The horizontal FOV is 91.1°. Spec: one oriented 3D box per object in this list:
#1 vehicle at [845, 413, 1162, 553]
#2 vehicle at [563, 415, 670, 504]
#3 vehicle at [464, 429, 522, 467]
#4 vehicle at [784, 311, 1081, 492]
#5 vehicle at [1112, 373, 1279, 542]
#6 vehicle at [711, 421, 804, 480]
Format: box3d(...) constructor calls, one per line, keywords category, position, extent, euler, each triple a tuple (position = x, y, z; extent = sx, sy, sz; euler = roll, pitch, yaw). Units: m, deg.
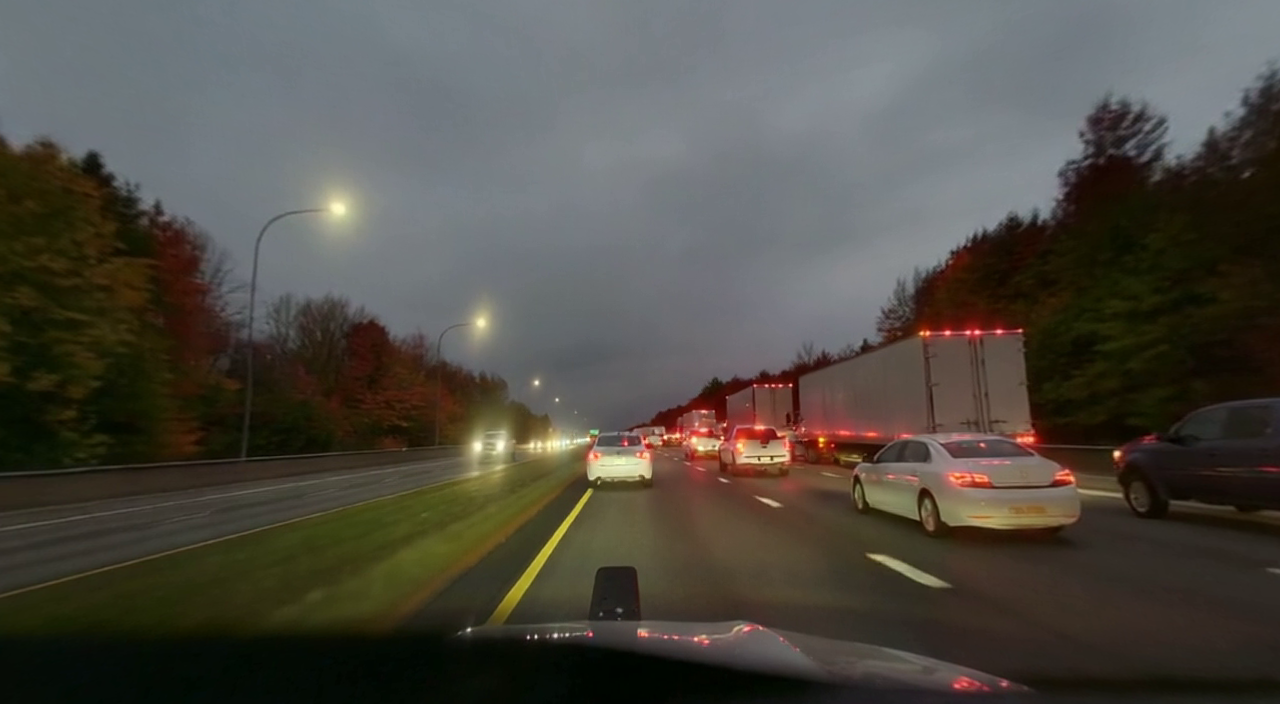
box3d(category="vehicle", position=(4.664, 1.711, 8.971), extent=(2.040, 1.523, 4.068), euler=(0, -8, -1))
box3d(category="vehicle", position=(-0.478, 2.400, 14.553), extent=(2.087, 1.709, 4.455), euler=(0, -8, -1))
box3d(category="vehicle", position=(-8.448, 5.529, 36.561), extent=(2.203, 2.043, 5.050), euler=(0, -8, -1))
box3d(category="vehicle", position=(8.202, 2.040, 21.294), extent=(2.908, 4.099, 14.103), euler=(0, -8, -2))
box3d(category="vehicle", position=(8.594, 1.261, 7.538), extent=(2.116, 1.965, 4.691), euler=(0, -8, -1))
box3d(category="vehicle", position=(3.647, 3.137, 20.347), extent=(2.147, 1.707, 3.963), euler=(0, -8, -2))
